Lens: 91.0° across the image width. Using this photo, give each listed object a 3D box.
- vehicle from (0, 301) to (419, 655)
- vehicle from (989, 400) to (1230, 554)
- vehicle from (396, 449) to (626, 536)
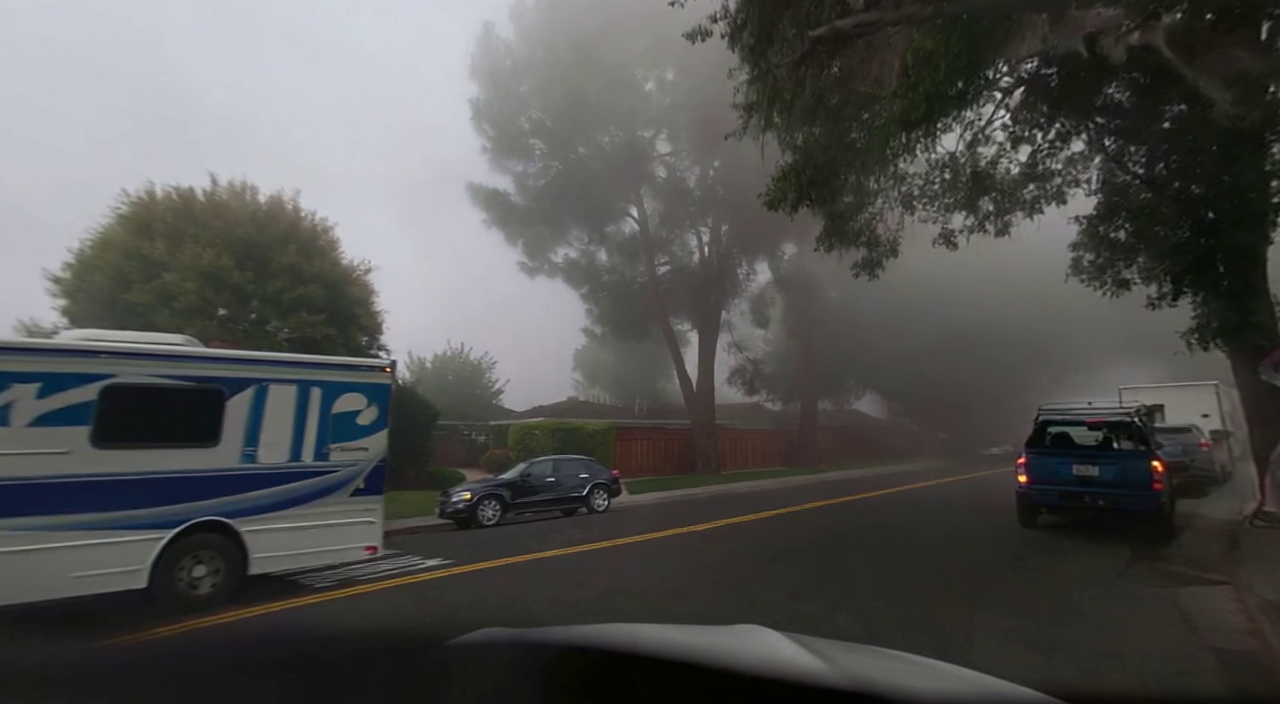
[{"bbox_3d":[-5.296,1.105,5.937,2.367,2.618,5.497,-8,-12,42],"label":"vehicle"},{"bbox_3d":[7.820,1.798,10.187,5.726,1.785,2.182,7,-10,-44],"label":"vehicle"},{"bbox_3d":[-2.564,2.873,13.586,1.816,1.489,4.653,-8,-12,42],"label":"vehicle"}]
